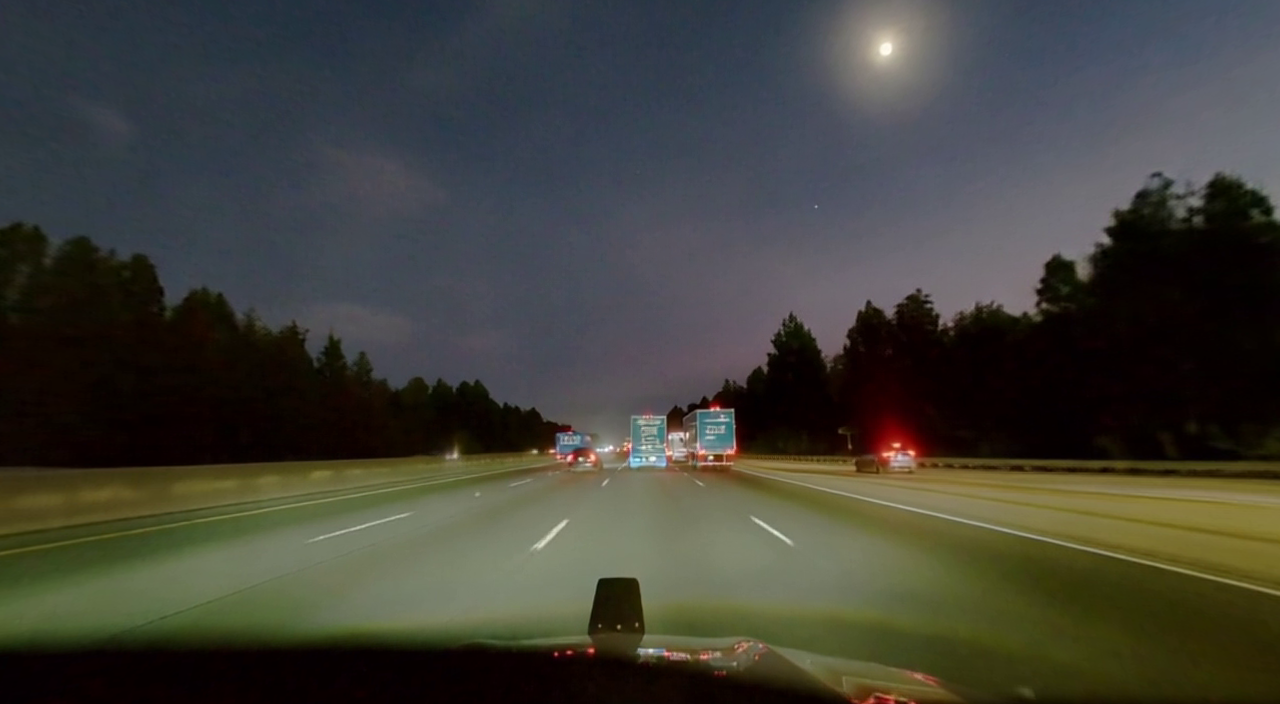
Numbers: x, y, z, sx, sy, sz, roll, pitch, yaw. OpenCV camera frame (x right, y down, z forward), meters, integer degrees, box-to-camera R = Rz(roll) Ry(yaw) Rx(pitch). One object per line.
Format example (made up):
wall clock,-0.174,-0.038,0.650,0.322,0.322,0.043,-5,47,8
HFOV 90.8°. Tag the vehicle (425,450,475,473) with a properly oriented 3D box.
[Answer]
vehicle,-12.857,7.398,42.877,1.901,1.465,4.583,0,-9,1

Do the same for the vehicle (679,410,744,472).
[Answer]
vehicle,5.139,6.987,48.856,3.319,4.075,14.516,0,-9,0

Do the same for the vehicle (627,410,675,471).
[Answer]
vehicle,0.692,6.755,47.548,3.201,4.019,10.918,0,-9,0

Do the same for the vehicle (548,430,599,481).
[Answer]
vehicle,-3.108,4.917,30.099,2.033,2.234,3.490,0,-9,0
